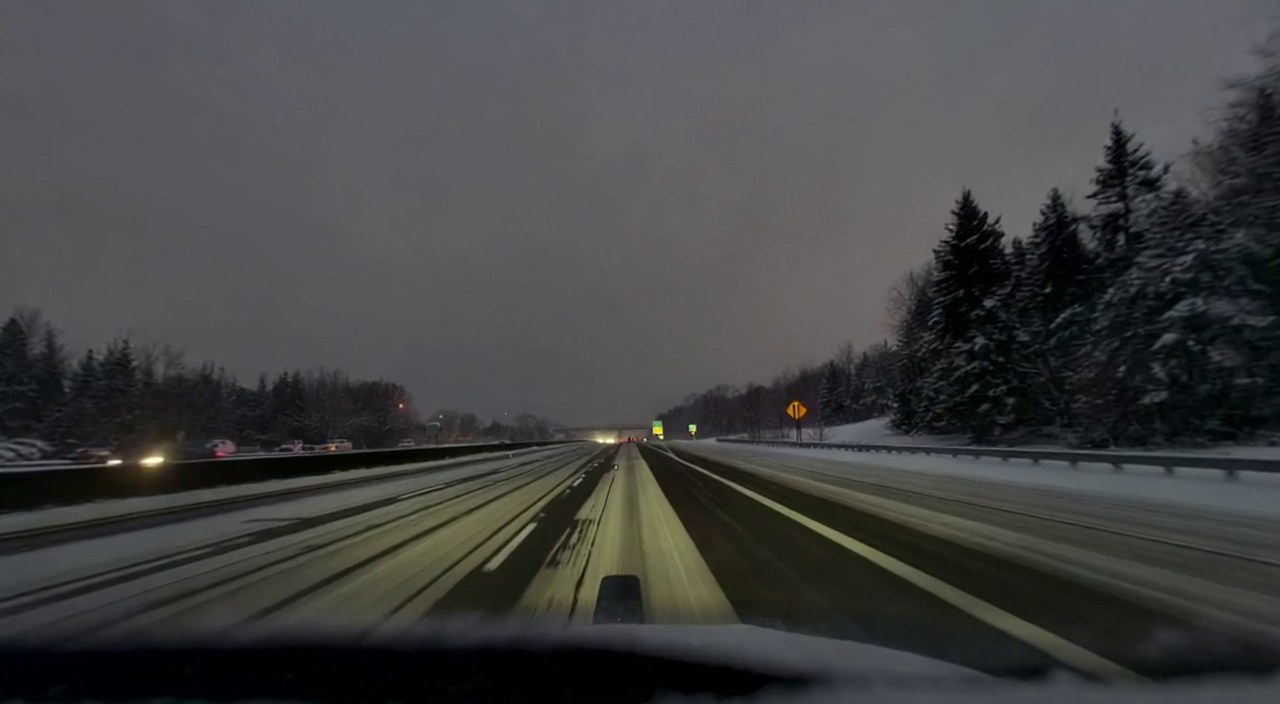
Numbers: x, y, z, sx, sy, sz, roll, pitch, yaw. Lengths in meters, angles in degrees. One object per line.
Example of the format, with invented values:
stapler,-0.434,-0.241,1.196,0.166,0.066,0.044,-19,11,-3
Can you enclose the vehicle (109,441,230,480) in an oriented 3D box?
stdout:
vehicle,-20.064,4.599,27.074,1.877,1.522,4.259,0,-8,0
